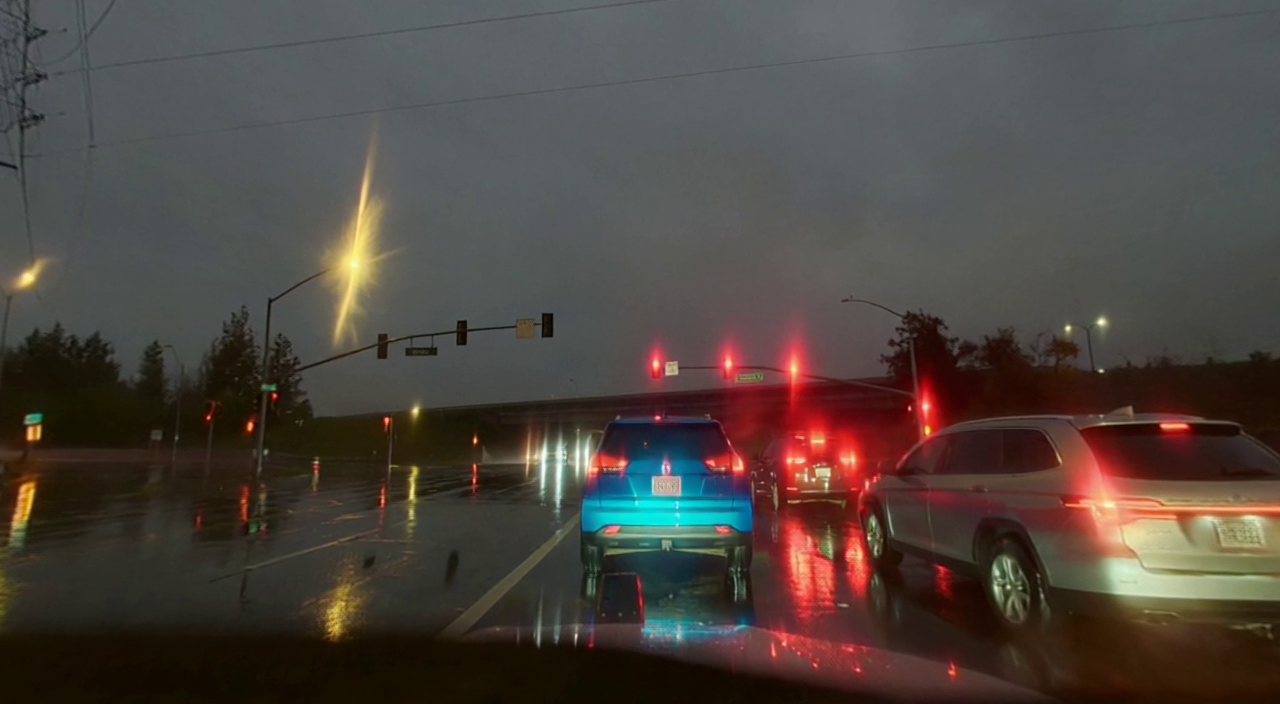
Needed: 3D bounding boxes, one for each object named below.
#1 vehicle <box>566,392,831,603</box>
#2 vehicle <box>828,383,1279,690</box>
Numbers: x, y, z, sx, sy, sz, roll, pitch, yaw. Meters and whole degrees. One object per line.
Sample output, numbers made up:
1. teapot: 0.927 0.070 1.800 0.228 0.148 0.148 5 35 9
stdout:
1. vehicle: 0.449 1.555 7.612 2.240 1.778 4.335 0 -8 -1
2. vehicle: 3.413 1.334 5.790 1.990 1.649 4.625 0 -8 0
